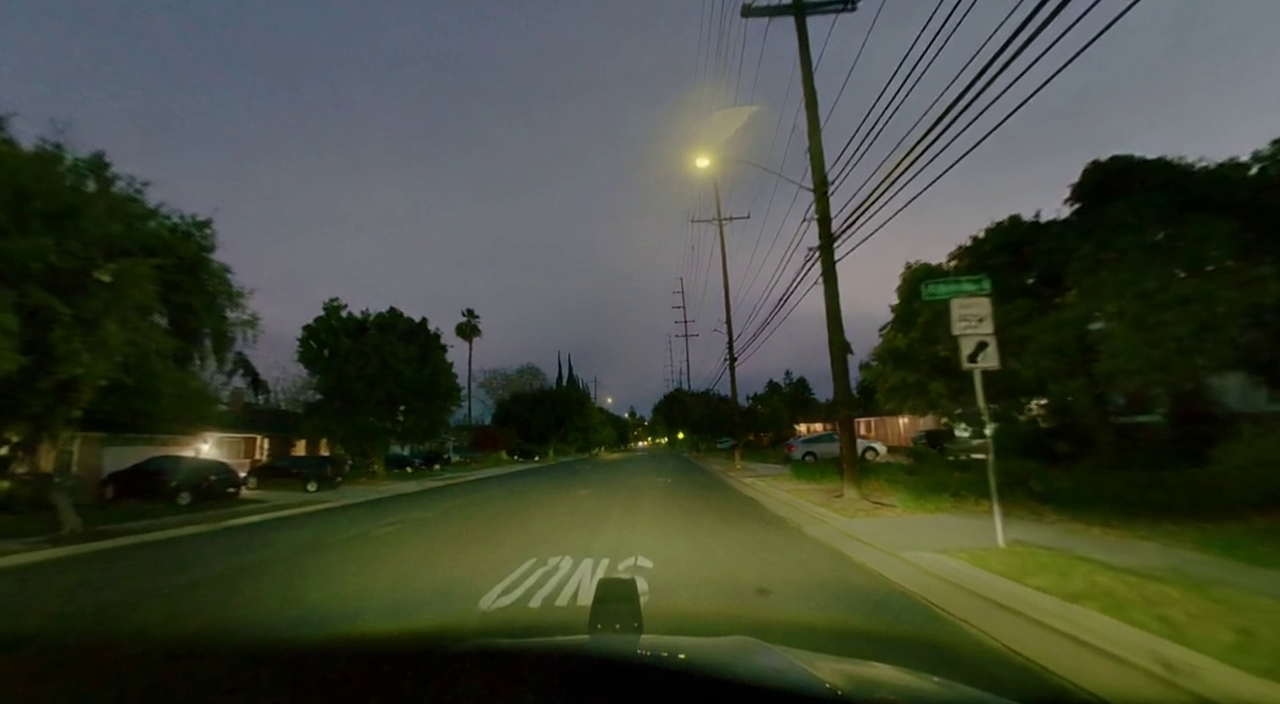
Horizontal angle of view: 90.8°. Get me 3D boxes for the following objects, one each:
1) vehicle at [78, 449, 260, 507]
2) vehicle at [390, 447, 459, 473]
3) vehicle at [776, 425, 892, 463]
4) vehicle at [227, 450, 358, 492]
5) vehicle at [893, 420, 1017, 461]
[{"bbox_3d":[-15.090,4.011,20.376,4.500,1.714,1.924,-1,-8,7],"label":"vehicle"},{"bbox_3d":[-15.291,7.689,44.898,4.265,1.583,1.913,-5,-9,13],"label":"vehicle"},{"bbox_3d":[9.343,4.476,30.784,4.952,1.775,2.089,0,-8,0],"label":"vehicle"},{"bbox_3d":[-14.224,4.875,26.004,4.260,1.588,1.927,-1,-8,5],"label":"vehicle"},{"bbox_3d":[13.018,3.709,26.326,4.122,1.610,1.888,-1,-8,2],"label":"vehicle"}]
